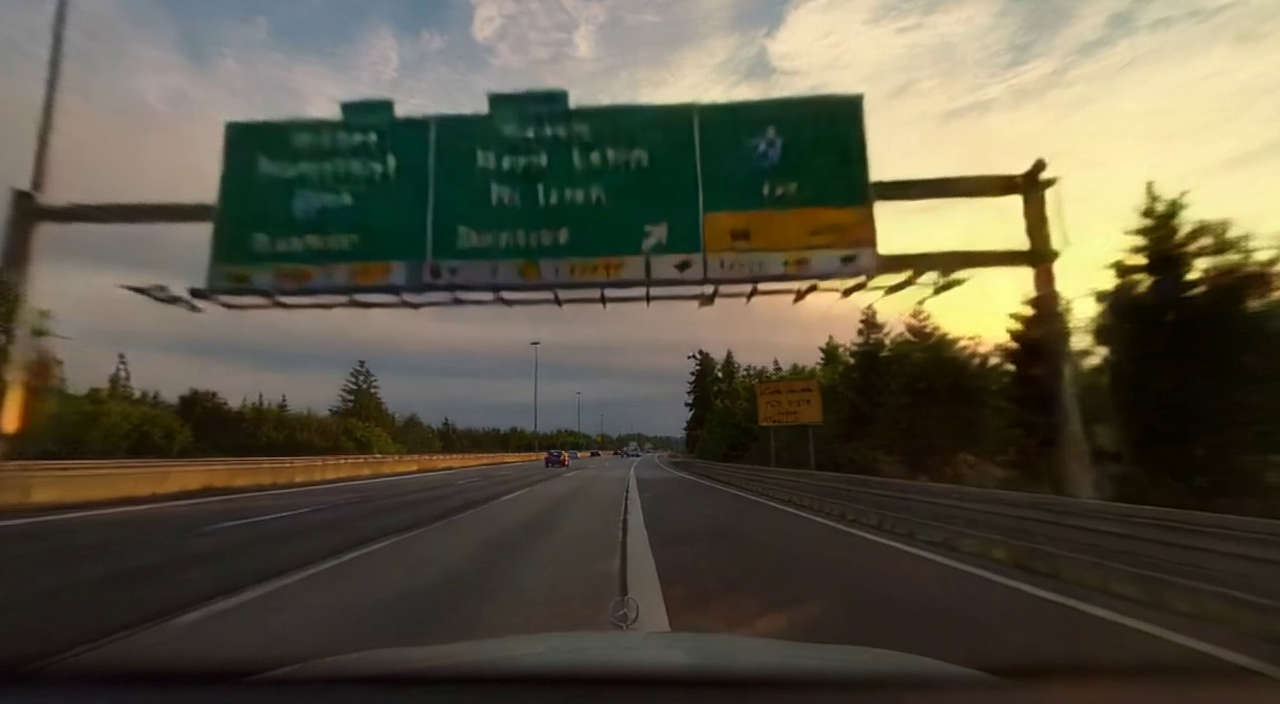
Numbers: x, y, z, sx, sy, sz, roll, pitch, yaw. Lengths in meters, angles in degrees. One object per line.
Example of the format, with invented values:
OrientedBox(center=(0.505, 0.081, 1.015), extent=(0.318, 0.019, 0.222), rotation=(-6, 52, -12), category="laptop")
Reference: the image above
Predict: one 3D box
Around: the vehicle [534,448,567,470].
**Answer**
OrientedBox(center=(-6.875, 8.264, 48.649), extent=(1.875, 1.587, 4.687), rotation=(0, -9, 0), category="vehicle")
